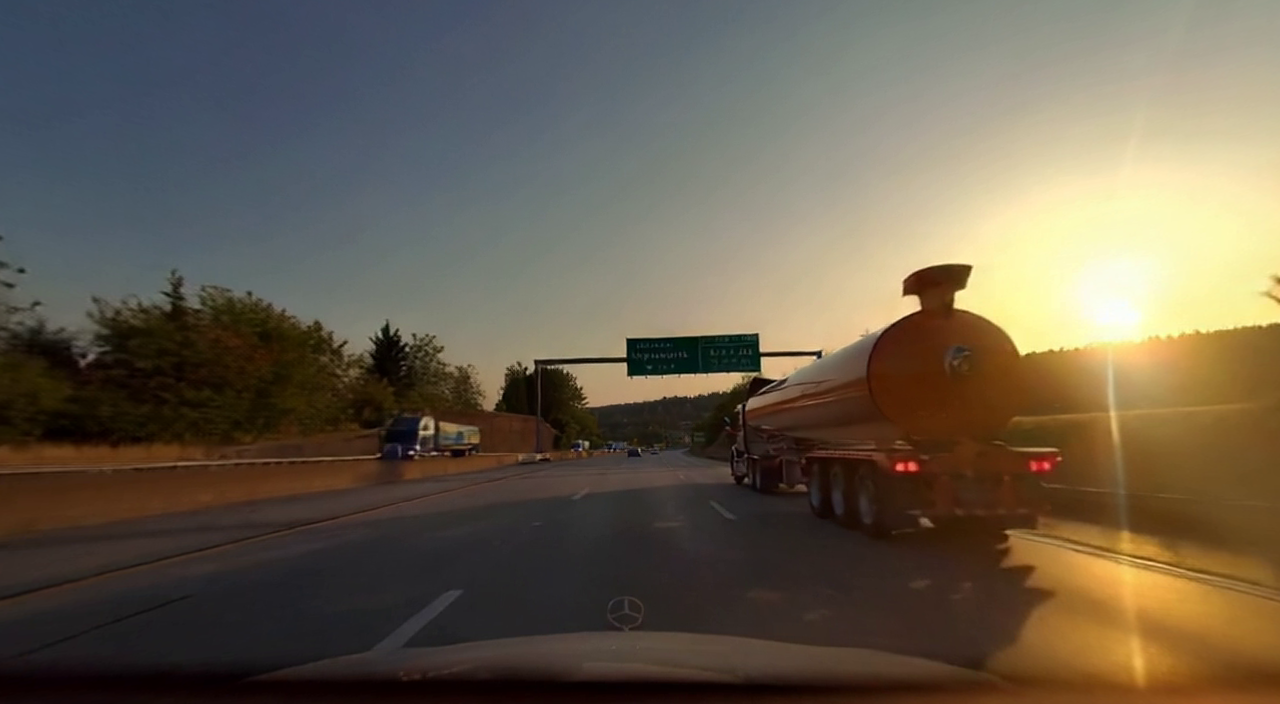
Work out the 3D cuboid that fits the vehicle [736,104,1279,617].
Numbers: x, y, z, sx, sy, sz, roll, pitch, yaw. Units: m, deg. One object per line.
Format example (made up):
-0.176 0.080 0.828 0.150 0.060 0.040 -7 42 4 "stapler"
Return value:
4.333 0.969 11.741 2.784 4.080 13.516 -2 -9 -1 "vehicle"
